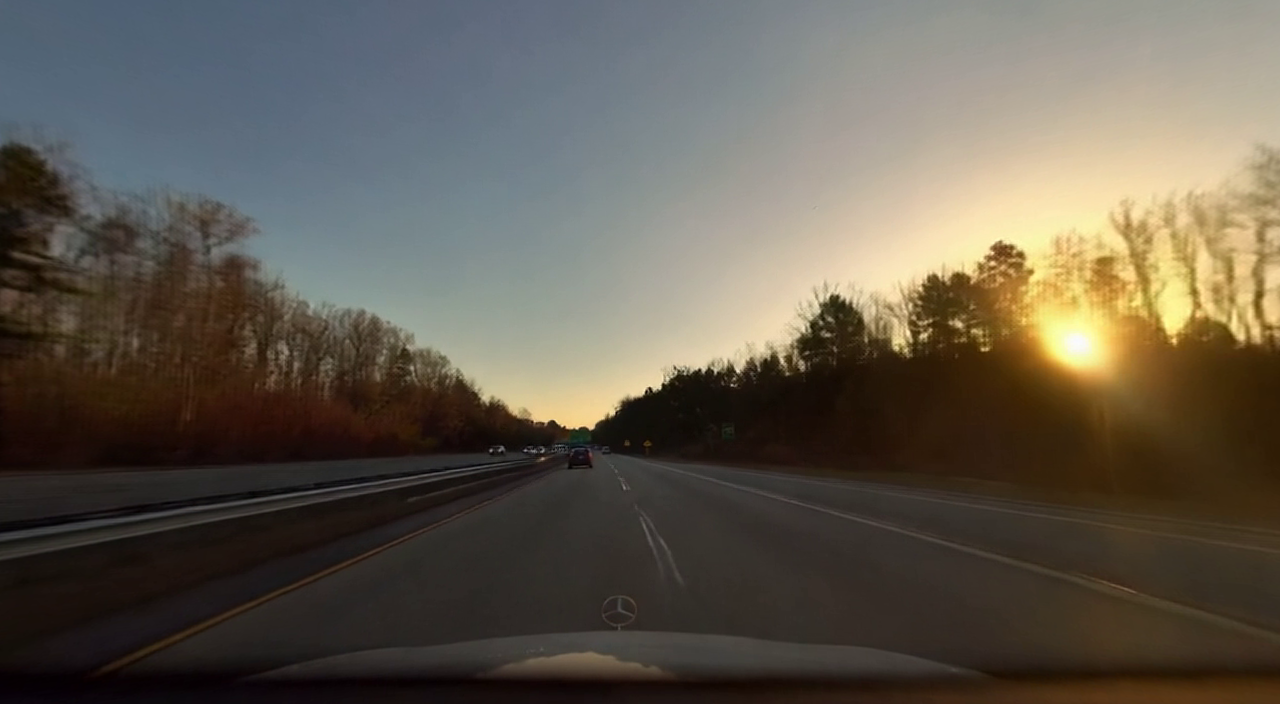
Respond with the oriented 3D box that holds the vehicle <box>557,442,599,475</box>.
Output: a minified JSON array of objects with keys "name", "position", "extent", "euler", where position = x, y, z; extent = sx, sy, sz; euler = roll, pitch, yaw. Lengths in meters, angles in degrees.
[{"name":"vehicle","position":[-3.358,5.833,34.643],"extent":[2.151,1.693,4.201],"euler":[0,-9,-4]}]
